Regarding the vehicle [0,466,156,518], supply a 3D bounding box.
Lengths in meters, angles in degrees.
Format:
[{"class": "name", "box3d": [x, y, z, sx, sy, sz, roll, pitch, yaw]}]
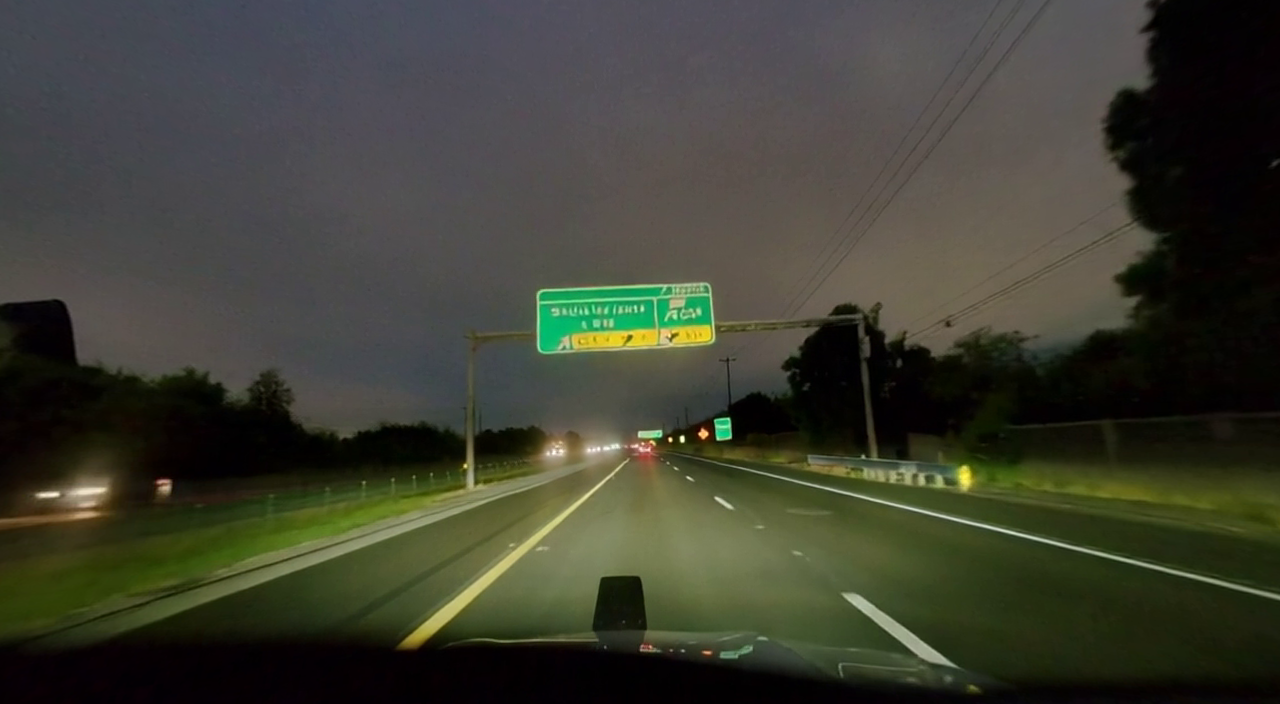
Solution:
[{"class": "vehicle", "box3d": [-20.669, 5.031, 23.116, 1.873, 1.536, 4.963, -1, -9, 1]}]
